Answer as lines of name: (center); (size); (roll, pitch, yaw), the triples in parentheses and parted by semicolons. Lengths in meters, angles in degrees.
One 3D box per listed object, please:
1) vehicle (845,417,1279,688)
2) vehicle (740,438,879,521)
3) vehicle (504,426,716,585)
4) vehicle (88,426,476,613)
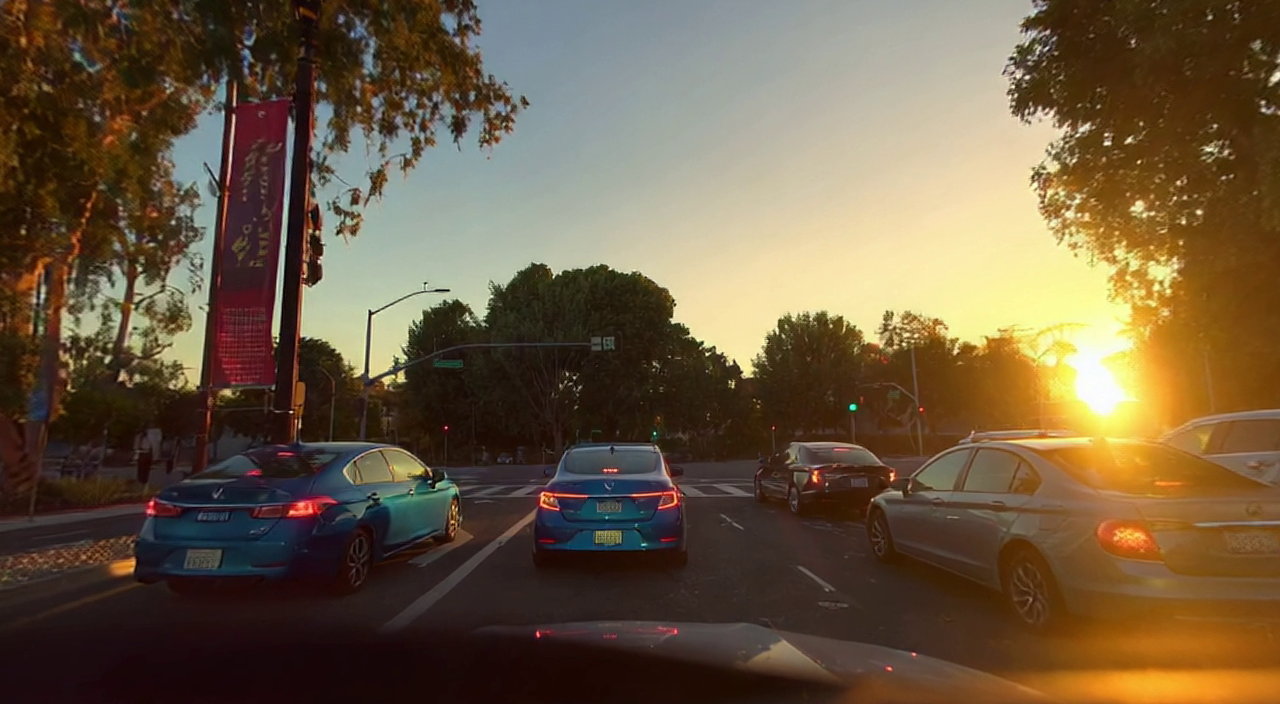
vehicle: (3.606, 1.437, 5.766); (1.953, 1.471, 4.470); (0, -9, 0)
vehicle: (3.398, 2.614, 13.490); (1.852, 1.498, 3.825); (0, -9, -1)
vehicle: (-0.304, 1.726, 7.842); (1.994, 1.479, 3.647); (0, -9, -1)
vehicle: (-3.372, 1.640, 7.120); (1.929, 1.457, 4.136); (0, -9, 0)
